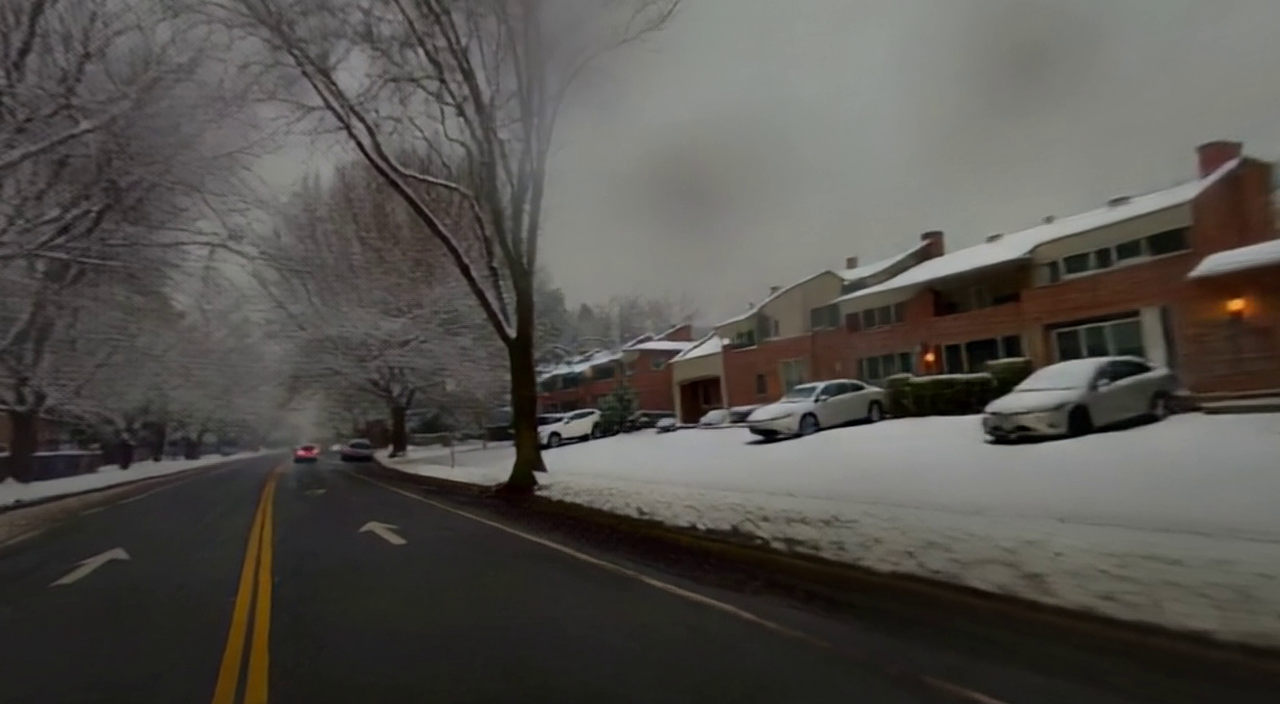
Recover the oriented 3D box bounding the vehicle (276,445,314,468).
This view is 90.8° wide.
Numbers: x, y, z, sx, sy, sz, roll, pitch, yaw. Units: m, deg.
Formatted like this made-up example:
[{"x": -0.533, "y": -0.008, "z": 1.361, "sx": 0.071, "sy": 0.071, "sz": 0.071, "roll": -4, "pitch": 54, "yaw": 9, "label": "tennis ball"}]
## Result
[{"x": -23.840, "y": 7.207, "z": 43.645, "sx": 2.067, "sy": 1.476, "sz": 4.256, "roll": 5, "pitch": -9, "yaw": -28, "label": "vehicle"}]
